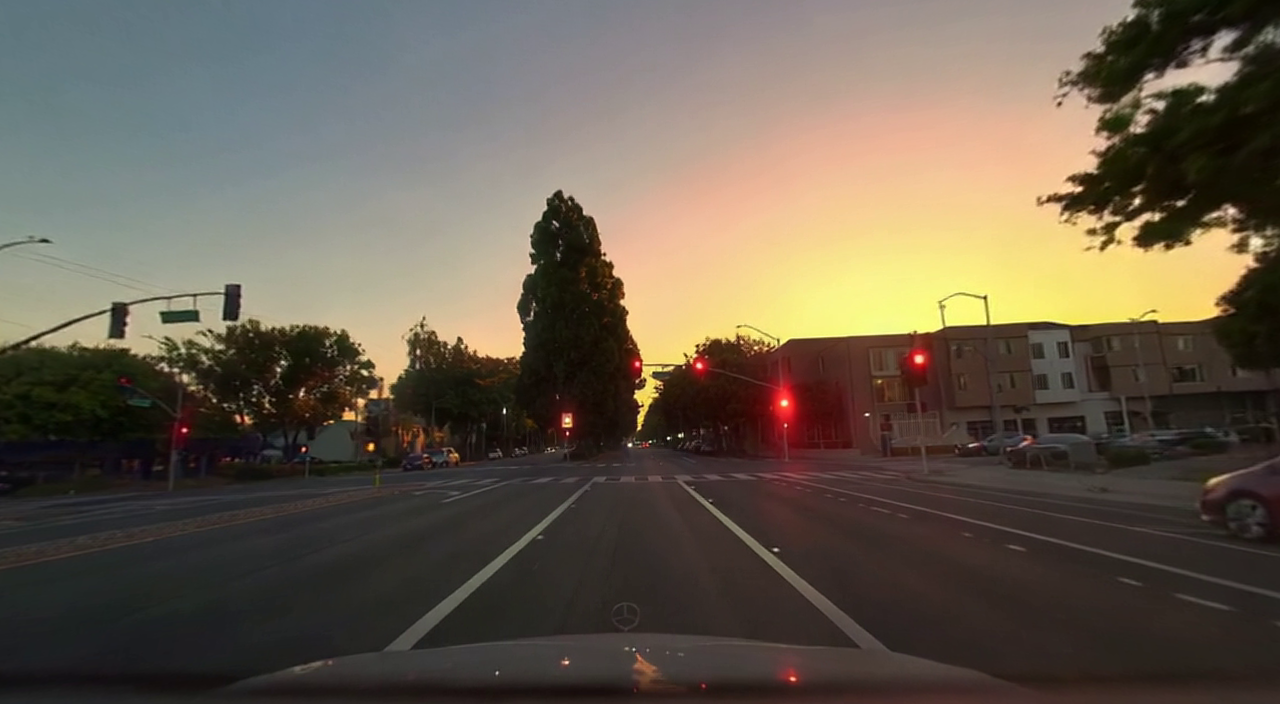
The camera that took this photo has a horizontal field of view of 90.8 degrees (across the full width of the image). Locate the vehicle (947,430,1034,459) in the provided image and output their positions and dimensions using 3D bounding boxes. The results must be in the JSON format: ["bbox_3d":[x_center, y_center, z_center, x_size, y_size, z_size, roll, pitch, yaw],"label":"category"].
[{"bbox_3d":[22.019,5.853,39.787,4.323,1.746,1.872,0,-9,-3],"label":"vehicle"}]

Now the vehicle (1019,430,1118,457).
[{"bbox_3d":[27.240,5.843,40.261,4.910,1.644,2.032,0,-9,-5],"label":"vehicle"}]
